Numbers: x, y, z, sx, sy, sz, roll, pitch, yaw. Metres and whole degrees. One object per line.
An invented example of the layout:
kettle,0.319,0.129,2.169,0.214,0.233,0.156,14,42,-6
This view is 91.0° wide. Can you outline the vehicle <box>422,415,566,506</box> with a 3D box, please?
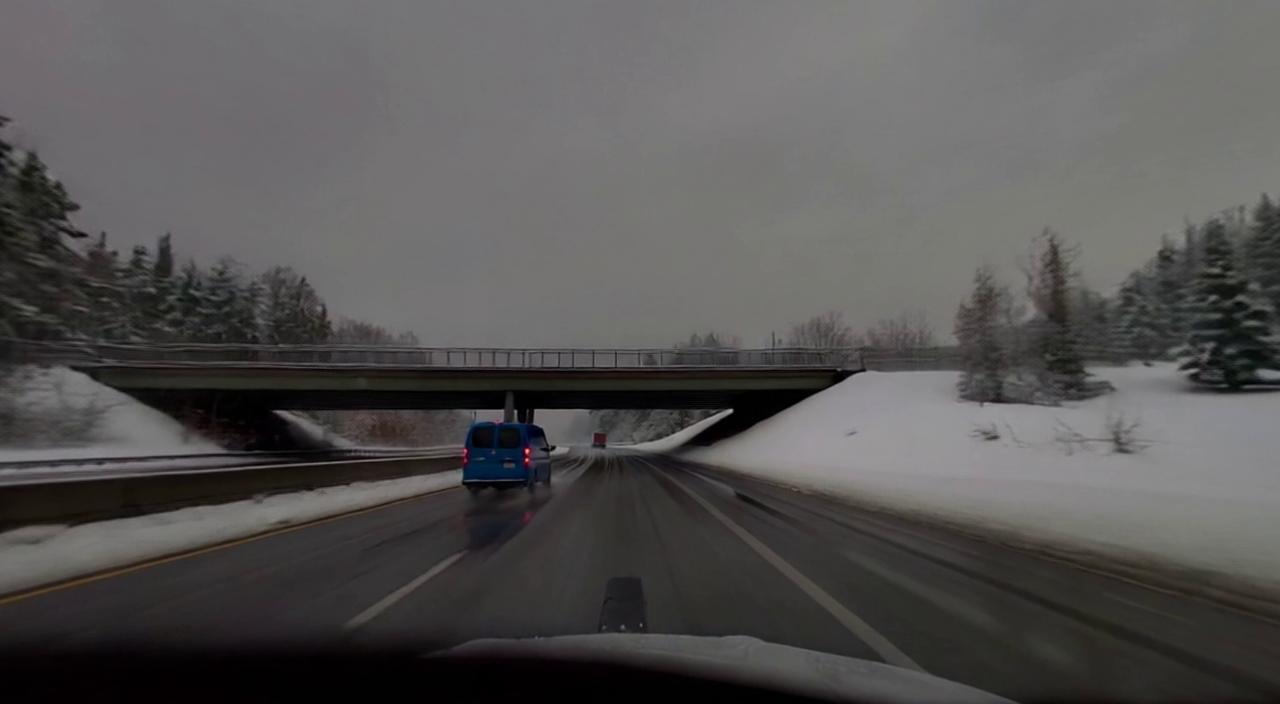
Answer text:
vehicle,-3.329,2.632,15.662,2.372,1.891,5.061,0,-8,0
